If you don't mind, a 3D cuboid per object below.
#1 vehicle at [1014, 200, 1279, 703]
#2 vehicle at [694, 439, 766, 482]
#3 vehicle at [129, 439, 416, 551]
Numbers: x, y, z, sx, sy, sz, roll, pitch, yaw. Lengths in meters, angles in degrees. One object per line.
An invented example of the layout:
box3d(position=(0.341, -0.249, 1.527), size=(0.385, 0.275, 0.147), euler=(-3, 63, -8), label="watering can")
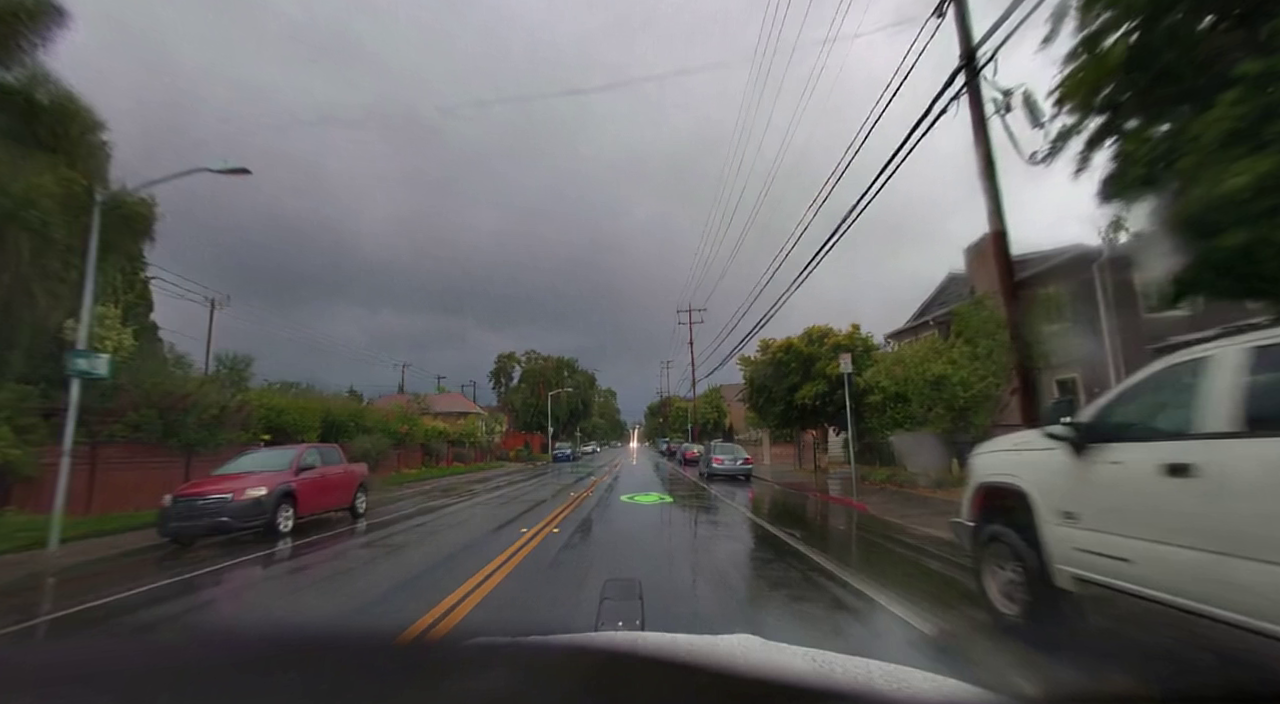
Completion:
box3d(position=(3.454, 0.294, 0.255), size=(2.382, 2.186, 6.650), euler=(0, -8, -1), label="vehicle")
box3d(position=(3.480, 4.308, 25.483), size=(2.024, 1.554, 4.867), euler=(0, -8, -2), label="vehicle")
box3d(position=(-6.652, 2.594, 12.594), size=(2.195, 1.684, 5.802), euler=(-1, -8, 1), label="vehicle")
